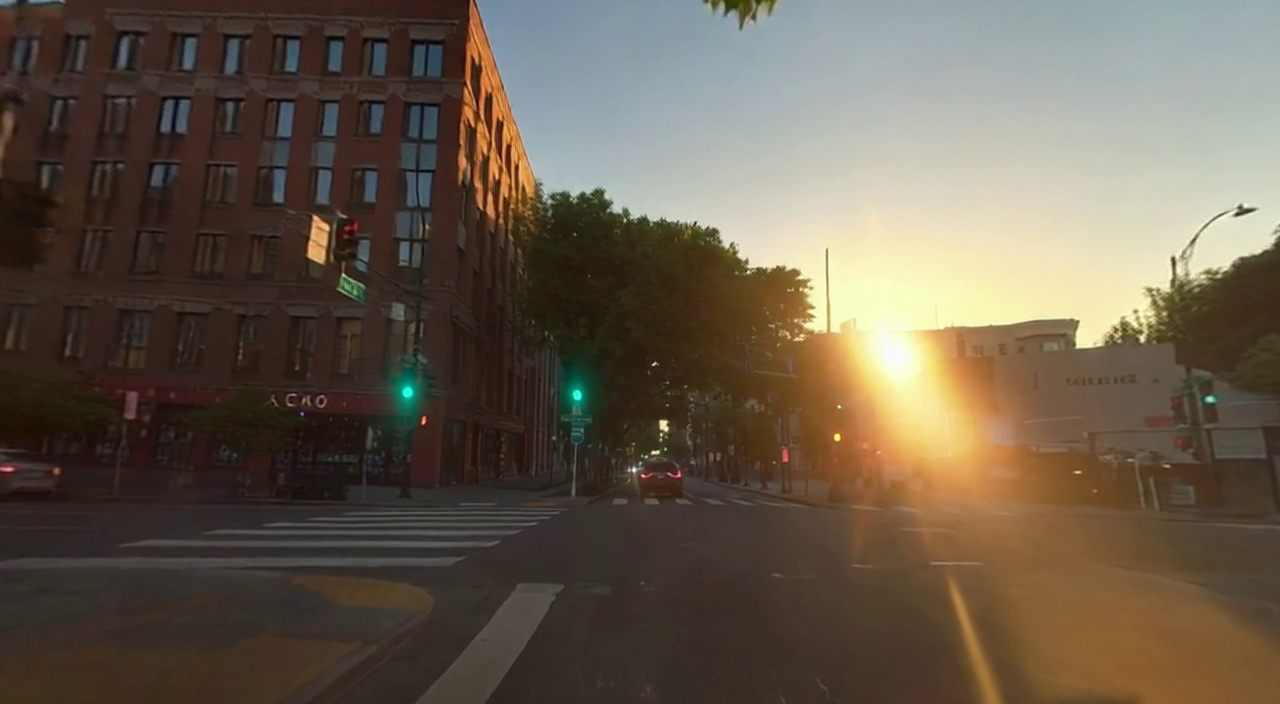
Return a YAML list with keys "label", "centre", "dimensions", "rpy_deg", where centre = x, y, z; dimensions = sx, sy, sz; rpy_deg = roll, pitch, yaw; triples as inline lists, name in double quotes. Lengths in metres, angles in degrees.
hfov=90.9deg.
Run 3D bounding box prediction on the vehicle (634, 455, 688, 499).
- label: "vehicle"
  centre: [0.819, 5.174, 26.364]
  dimensions: [2.079, 1.621, 3.861]
  rpy_deg: [0, -9, 0]
